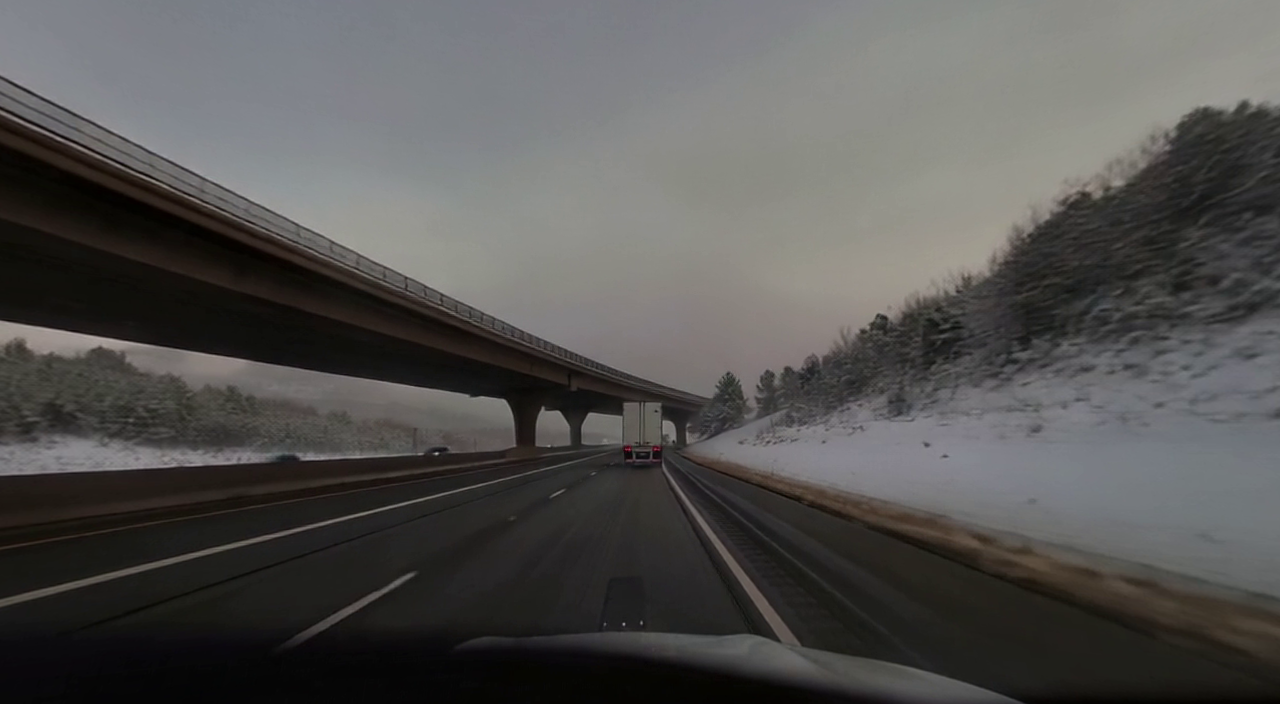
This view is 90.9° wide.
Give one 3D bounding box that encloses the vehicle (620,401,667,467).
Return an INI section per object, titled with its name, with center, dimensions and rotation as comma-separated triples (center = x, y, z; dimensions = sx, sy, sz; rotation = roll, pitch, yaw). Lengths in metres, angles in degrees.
[vehicle]
center = 0.192, 5.812, 44.024
dimensions = 2.866, 4.014, 11.261
rotation = 0, -8, 0
